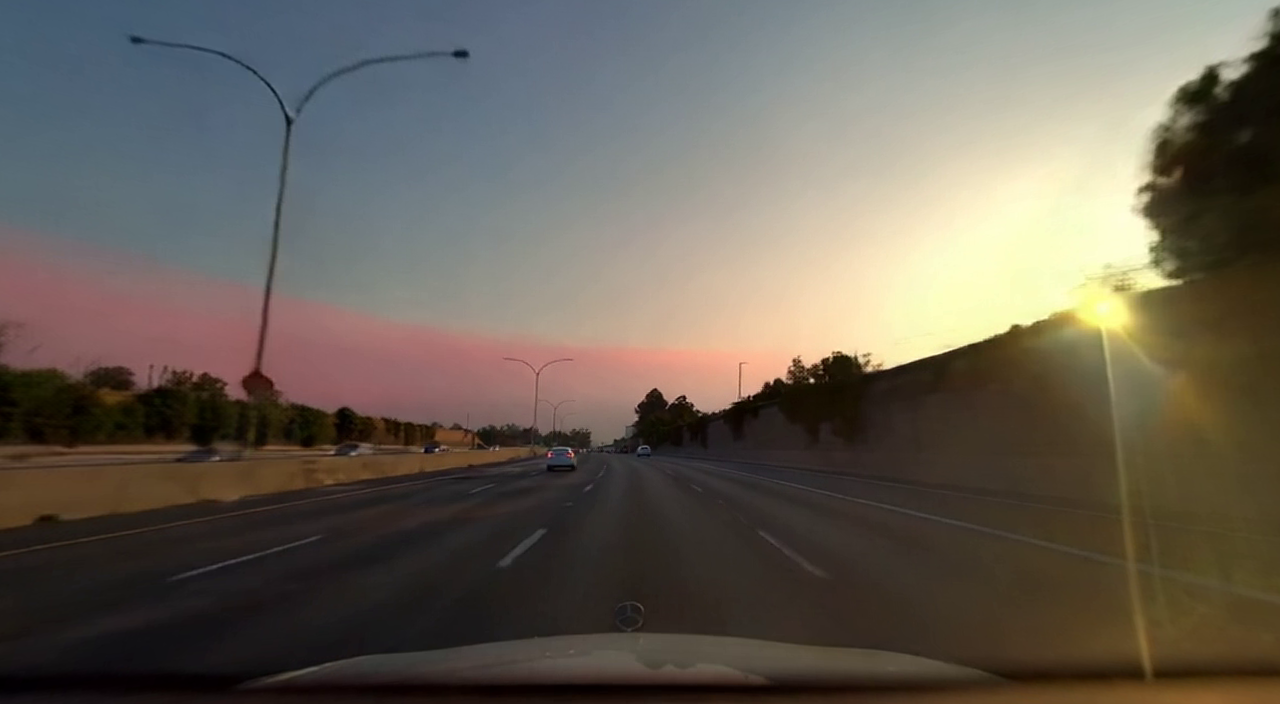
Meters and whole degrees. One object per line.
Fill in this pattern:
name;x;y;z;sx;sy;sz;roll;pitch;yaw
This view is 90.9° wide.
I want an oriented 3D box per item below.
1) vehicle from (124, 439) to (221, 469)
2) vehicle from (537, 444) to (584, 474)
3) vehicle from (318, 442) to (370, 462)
vehicle;-25.478;5.583;34.598;1.940;1.527;4.459;0;-8;-2
vehicle;-4.200;5.717;33.919;2.014;1.481;4.156;0;-8;-1
vehicle;-22.331;7.546;47.754;1.871;1.486;4.570;0;-8;-2
